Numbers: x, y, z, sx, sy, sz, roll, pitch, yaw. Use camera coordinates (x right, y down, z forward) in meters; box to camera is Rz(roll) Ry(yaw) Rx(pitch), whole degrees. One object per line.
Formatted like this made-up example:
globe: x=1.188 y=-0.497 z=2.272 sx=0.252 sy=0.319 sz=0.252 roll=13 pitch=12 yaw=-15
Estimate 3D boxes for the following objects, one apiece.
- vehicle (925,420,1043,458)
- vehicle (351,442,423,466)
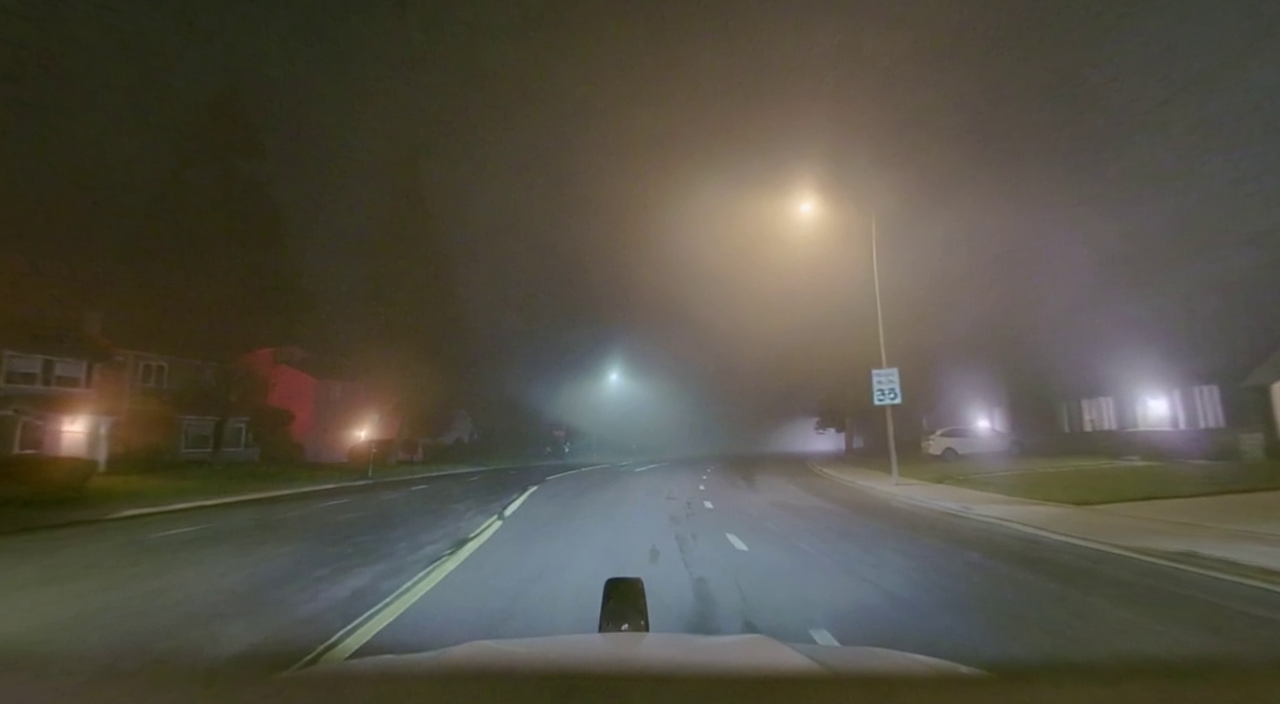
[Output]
vehicle: x=16.992 y=4.359 z=31.401 sx=4.766 sy=1.789 sz=1.939 roll=-3 pitch=-9 yaw=17
vehicle: x=-17.267 y=6.939 z=43.031 sx=4.110 sy=1.605 sz=1.968 roll=-2 pitch=-9 yaw=15
